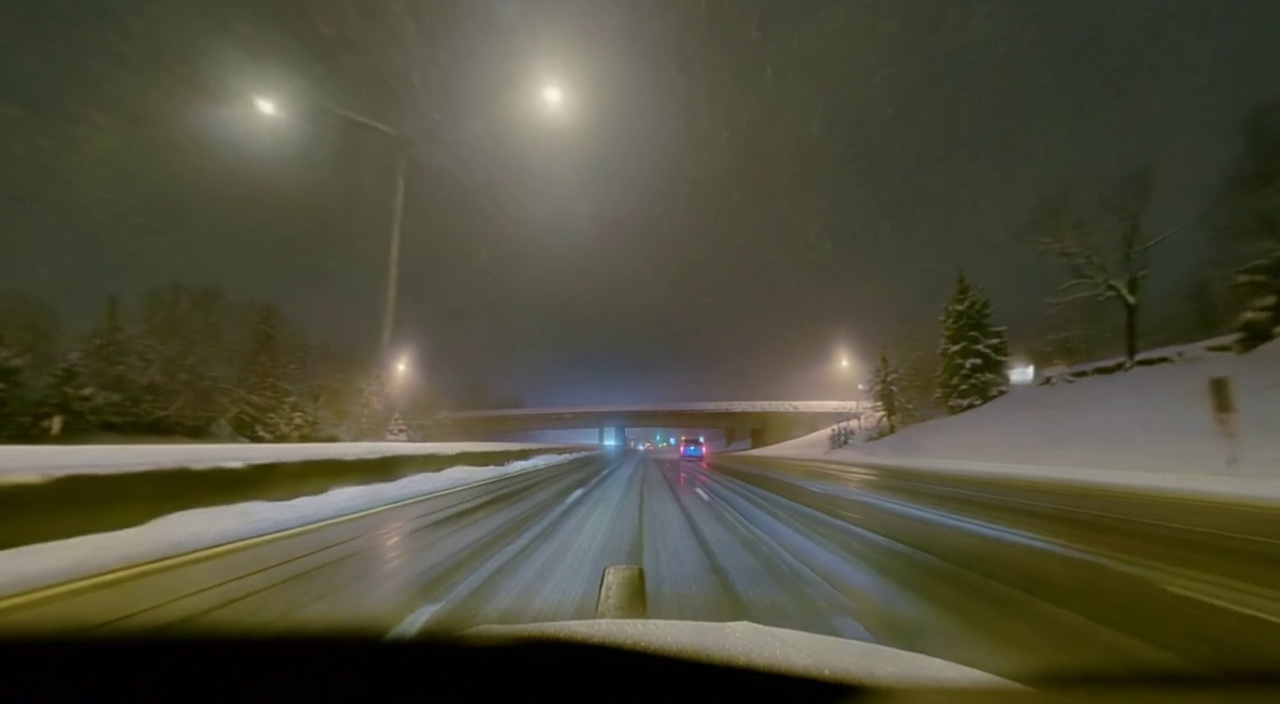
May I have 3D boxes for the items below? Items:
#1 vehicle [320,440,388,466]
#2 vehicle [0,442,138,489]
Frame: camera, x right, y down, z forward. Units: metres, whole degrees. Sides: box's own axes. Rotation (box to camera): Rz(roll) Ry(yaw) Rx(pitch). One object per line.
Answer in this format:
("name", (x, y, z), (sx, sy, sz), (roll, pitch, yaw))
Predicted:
("vehicle", (-17.854, 6.333, 39.643), (2.098, 1.547, 4.407), (0, -9, 1))
("vehicle", (-21.352, 4.078, 23.070), (2.100, 1.526, 4.702), (0, -8, 0))
